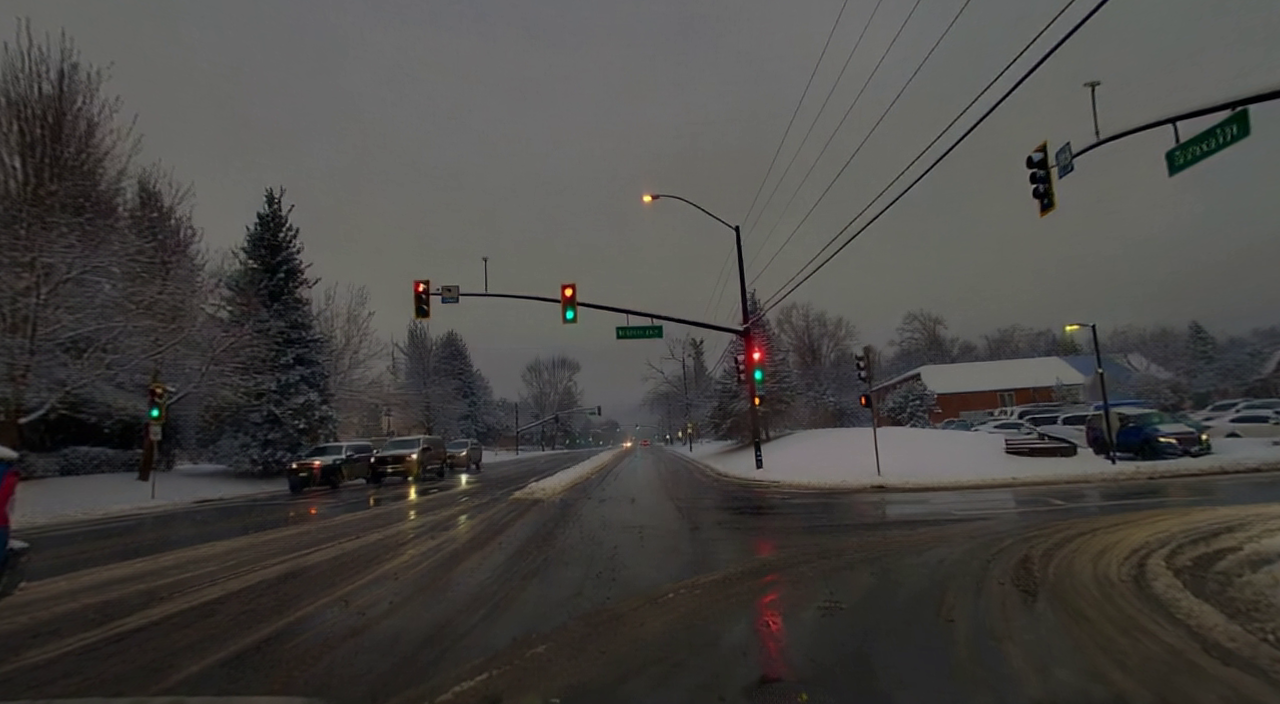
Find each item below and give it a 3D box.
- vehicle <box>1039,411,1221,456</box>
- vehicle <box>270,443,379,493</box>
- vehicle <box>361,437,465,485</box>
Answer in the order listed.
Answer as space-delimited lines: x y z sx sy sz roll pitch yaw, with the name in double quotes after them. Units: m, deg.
16.930 2.905 22.121 4.560 1.453 1.851 -3 -9 18 "vehicle"
-13.785 5.069 28.053 2.306 1.957 4.968 0 -9 -1 "vehicle"
-10.173 4.928 28.979 2.664 1.940 5.702 0 -9 0 "vehicle"
